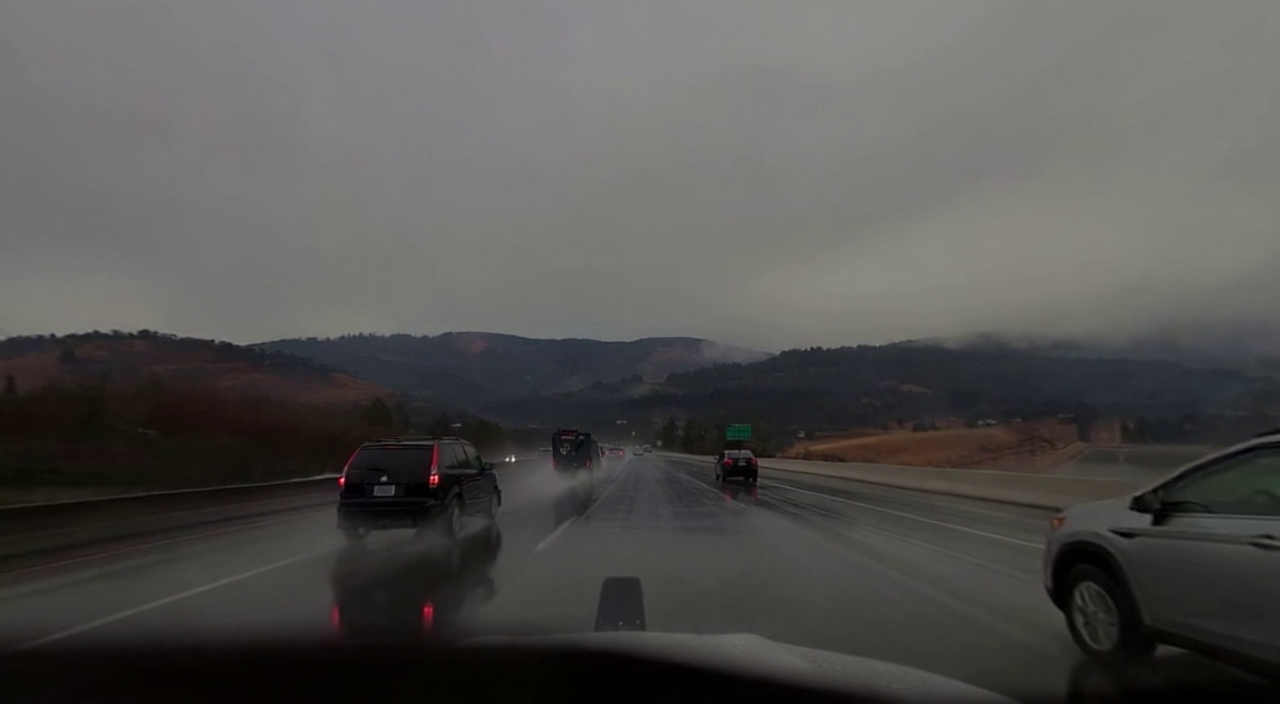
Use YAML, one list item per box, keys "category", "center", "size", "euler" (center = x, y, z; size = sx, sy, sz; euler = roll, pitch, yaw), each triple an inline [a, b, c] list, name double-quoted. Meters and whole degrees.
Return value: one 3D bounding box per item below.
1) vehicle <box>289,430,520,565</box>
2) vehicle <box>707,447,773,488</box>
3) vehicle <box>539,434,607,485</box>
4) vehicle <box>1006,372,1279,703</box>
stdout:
- category: "vehicle"
  center: [-3.455, 2.203, 10.307]
  size: [2.080, 1.716, 4.207]
  euler: [0, -9, 1]
- category: "vehicle"
  center: [4.236, 4.954, 27.418]
  size: [2.071, 1.570, 4.637]
  euler: [0, -9, 0]
- category: "vehicle"
  center: [-2.972, 4.960, 29.388]
  size: [2.494, 2.136, 5.539]
  euler: [0, -9, 1]
- category: "vehicle"
  center: [3.877, 0.903, 2.520]
  size: [2.066, 1.696, 4.604]
  euler: [0, -9, 1]
